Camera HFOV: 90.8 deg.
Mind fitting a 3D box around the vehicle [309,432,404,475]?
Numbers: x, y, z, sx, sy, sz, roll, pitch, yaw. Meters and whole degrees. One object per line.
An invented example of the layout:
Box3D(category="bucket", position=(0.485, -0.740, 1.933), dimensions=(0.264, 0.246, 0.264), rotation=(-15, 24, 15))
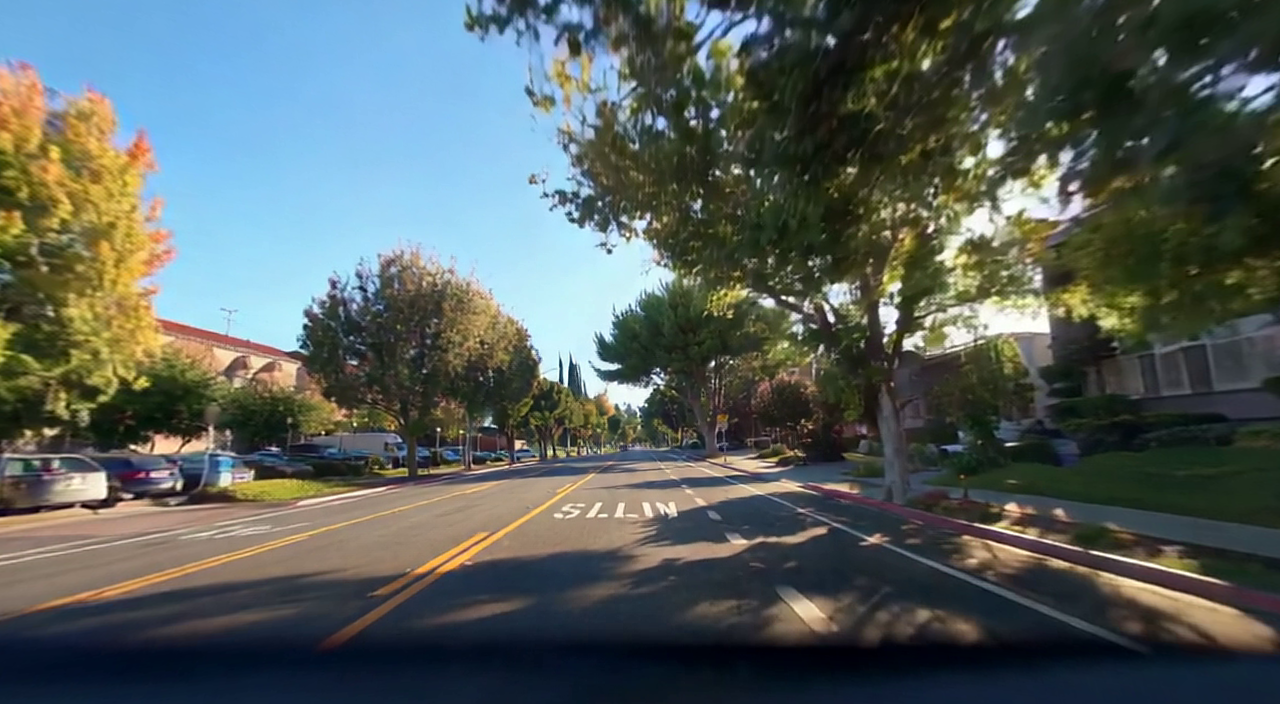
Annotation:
Box3D(category="vehicle", position=(-19.455, 6.923, 43.295), dimensions=(5.971, 2.749, 2.293), rotation=(-3, -9, 22))

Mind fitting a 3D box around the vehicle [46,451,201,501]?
Box3D(category="vehicle", position=(-19.272, 4.569, 23.630), dimensions=(4.752, 1.690, 1.990), rotation=(-2, -9, 16))
